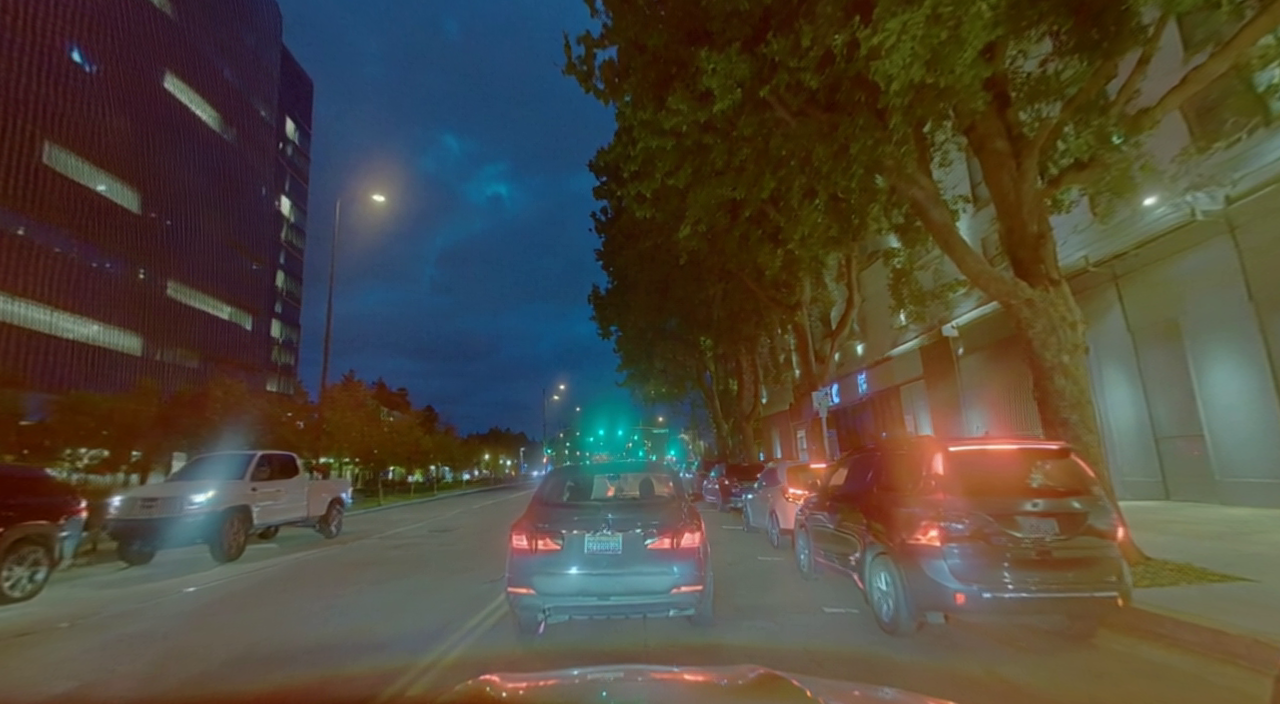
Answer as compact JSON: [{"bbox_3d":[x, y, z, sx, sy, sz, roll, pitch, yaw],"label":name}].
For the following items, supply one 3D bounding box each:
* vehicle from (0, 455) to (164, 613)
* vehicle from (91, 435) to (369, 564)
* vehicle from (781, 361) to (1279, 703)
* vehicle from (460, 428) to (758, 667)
[{"bbox_3d":[-6.976,1.674,5.743,1.900,1.471,4.202,1,-10,0],"label":"vehicle"},{"bbox_3d":[-6.834,2.579,11.275,1.994,1.701,4.520,-3,-12,-1],"label":"vehicle"},{"bbox_3d":[2.710,1.414,5.552,1.868,1.920,4.501,1,-10,0],"label":"vehicle"},{"bbox_3d":[-0.185,1.667,6.180,2.018,1.583,3.646,1,-10,1],"label":"vehicle"}]
